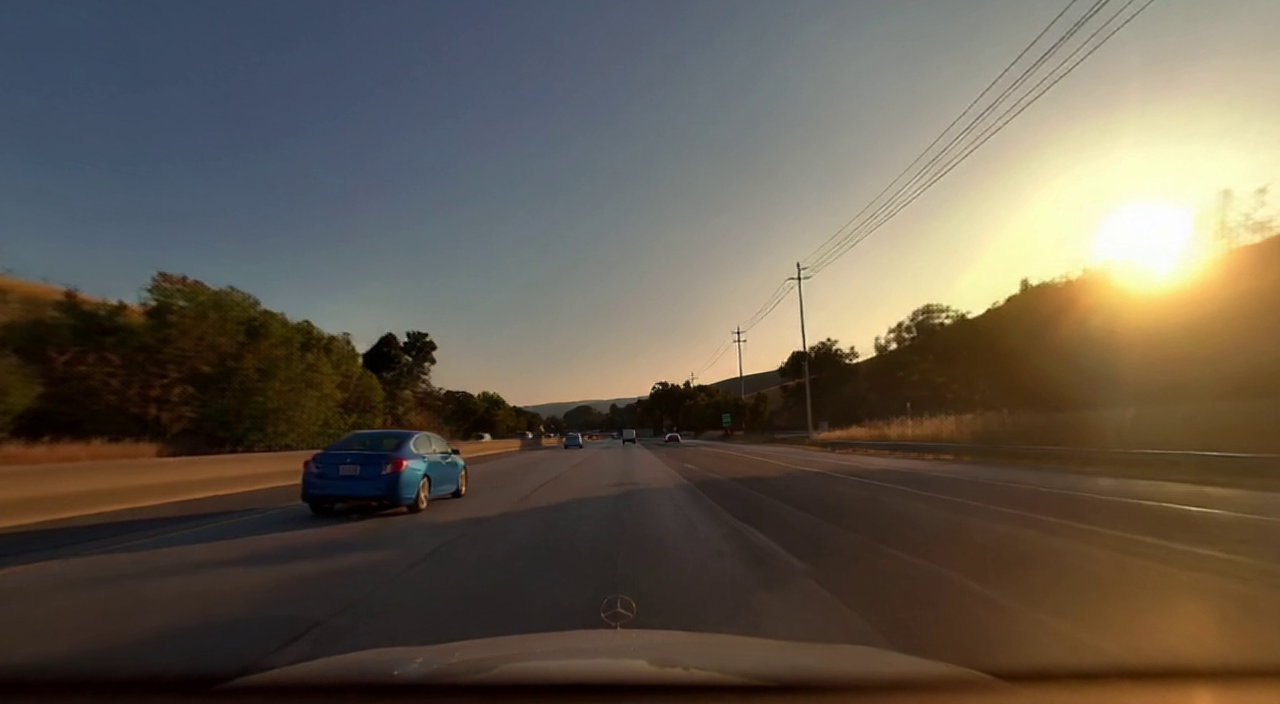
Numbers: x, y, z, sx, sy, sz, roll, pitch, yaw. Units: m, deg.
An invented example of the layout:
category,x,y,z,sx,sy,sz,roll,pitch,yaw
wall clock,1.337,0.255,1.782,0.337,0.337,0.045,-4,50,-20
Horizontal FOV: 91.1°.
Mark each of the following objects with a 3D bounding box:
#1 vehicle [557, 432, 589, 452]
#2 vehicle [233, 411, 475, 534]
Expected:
category,x,y,z,sx,sy,sz,roll,pitch,yaw
vehicle,-5.244,7.094,49.755,2.080,1.478,4.347,0,-8,0
vehicle,-4.277,1.854,10.348,2.023,1.580,4.259,0,-8,-1
